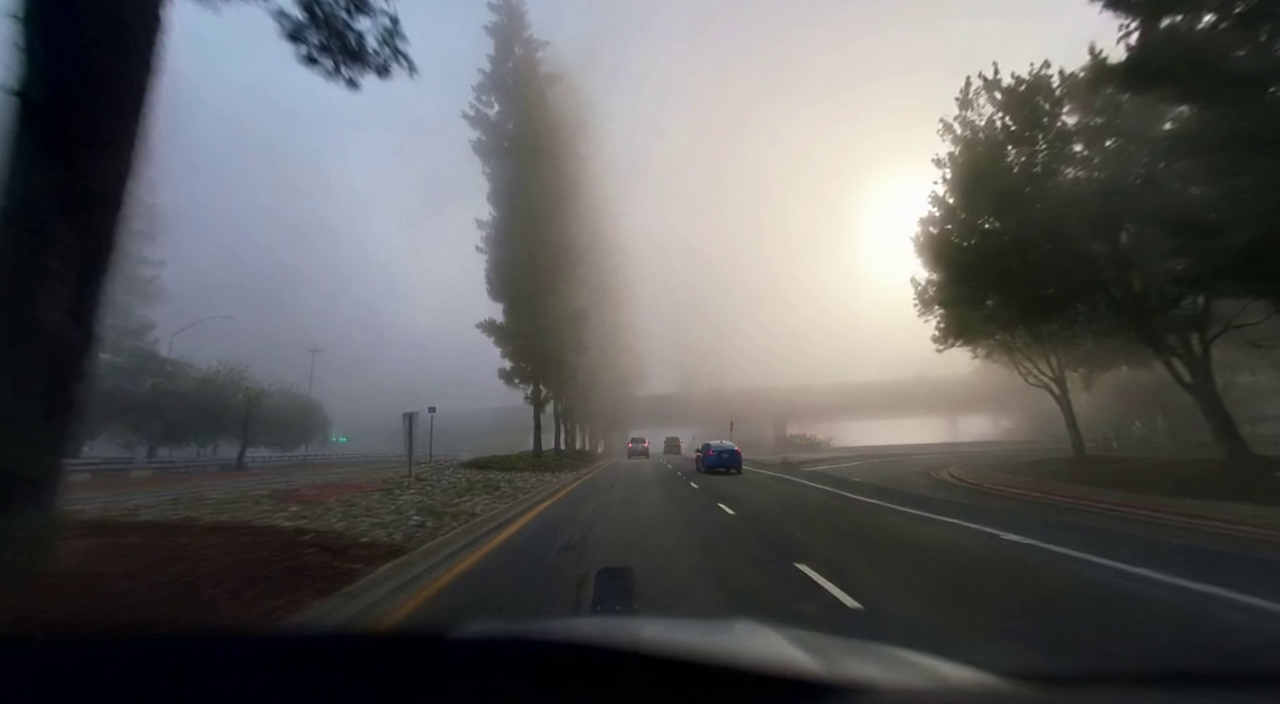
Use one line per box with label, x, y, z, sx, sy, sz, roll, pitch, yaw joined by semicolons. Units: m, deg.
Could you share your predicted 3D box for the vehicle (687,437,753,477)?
vehicle;3.247;4.357;26.461;2.062;1.484;4.332;0;-8;-1
